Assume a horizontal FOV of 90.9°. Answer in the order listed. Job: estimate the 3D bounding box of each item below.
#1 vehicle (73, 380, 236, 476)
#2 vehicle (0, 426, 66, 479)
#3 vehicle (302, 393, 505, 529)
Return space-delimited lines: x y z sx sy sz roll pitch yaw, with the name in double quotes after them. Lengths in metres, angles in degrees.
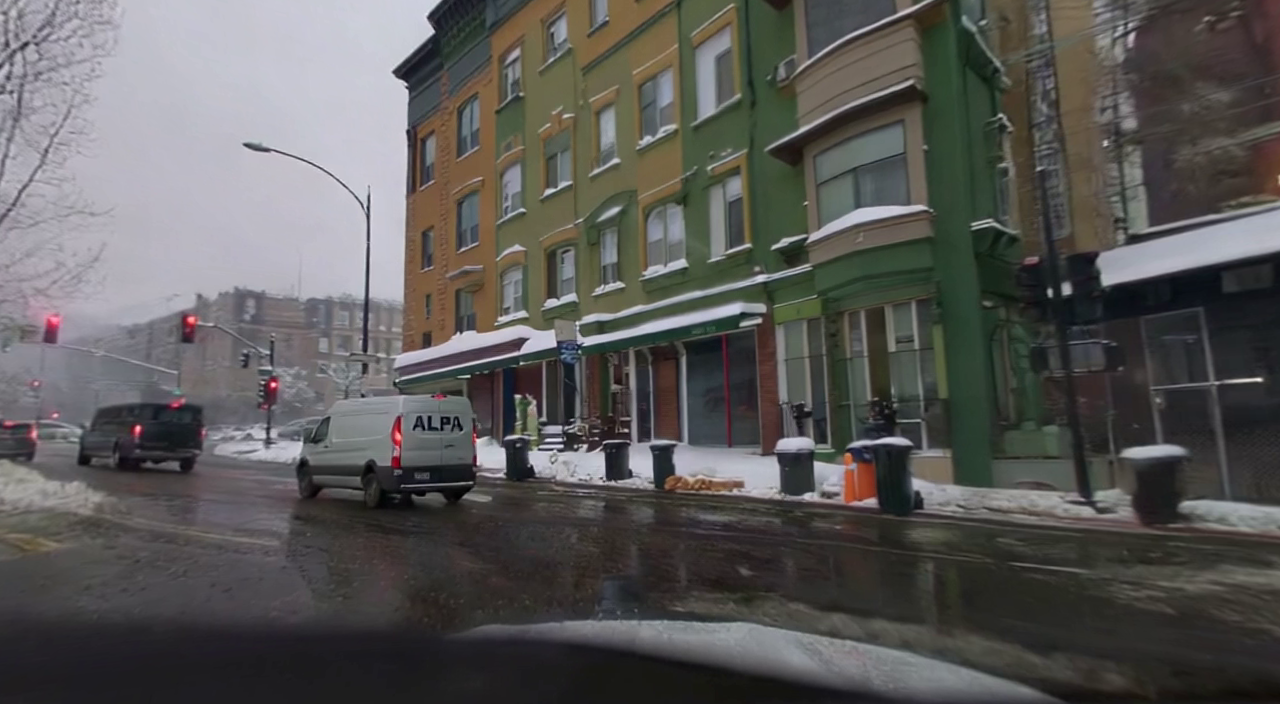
-16.115 2.542 20.751 6.504 2.703 2.333 -6 -10 36 "vehicle"
-18.926 2.974 18.820 3.426 1.461 1.841 -6 -9 36 "vehicle"
-4.340 1.836 11.177 1.951 1.907 4.266 6 -10 -40 "vehicle"
